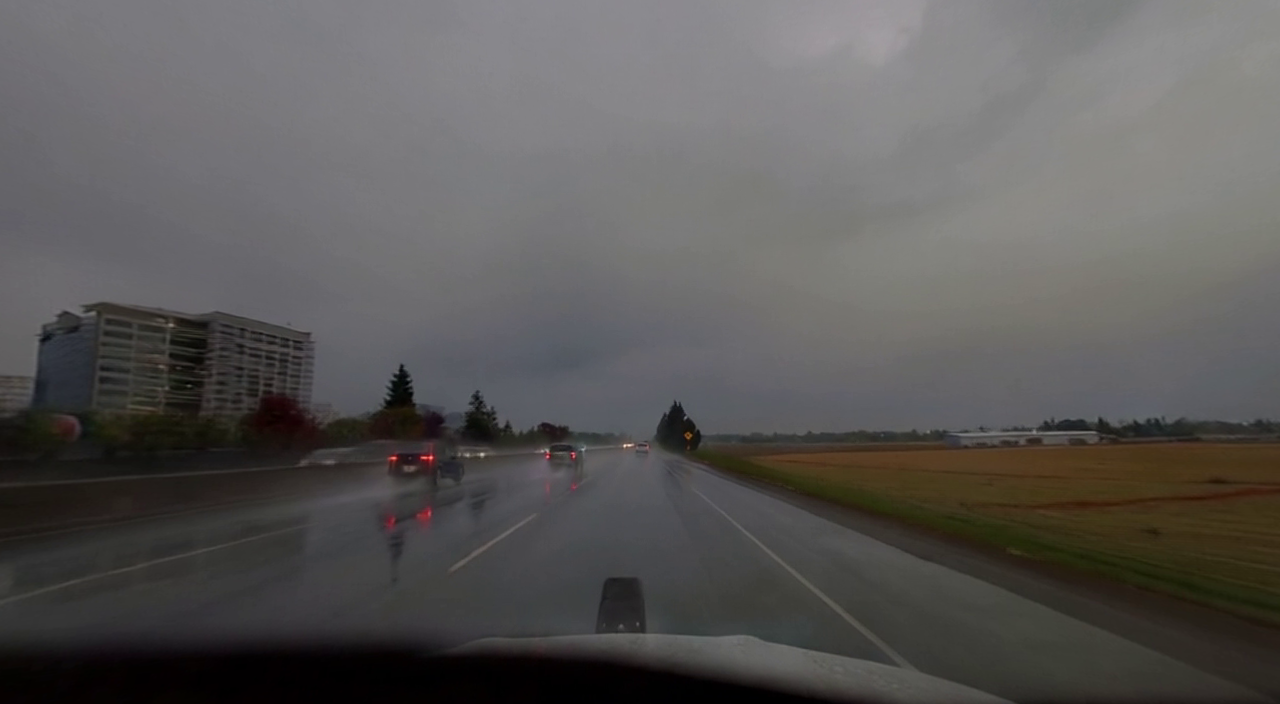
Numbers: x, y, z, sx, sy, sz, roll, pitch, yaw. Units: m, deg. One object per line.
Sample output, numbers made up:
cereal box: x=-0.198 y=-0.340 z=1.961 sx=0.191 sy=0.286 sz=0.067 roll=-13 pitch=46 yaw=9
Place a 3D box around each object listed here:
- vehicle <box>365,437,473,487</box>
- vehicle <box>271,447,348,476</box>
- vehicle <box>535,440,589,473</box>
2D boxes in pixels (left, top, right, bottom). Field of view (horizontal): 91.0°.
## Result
vehicle: x=-7.534 y=3.786 z=22.011 sx=2.034 sy=1.523 sz=4.627 roll=0 pitch=-9 yaw=1
vehicle: x=-18.926 y=6.263 z=36.340 sx=1.959 sy=1.514 sz=4.519 roll=0 pitch=-9 yaw=1
vehicle: x=-3.954 y=5.383 z=32.671 sx=2.083 sy=1.588 sz=4.801 roll=0 pitch=-9 yaw=1
